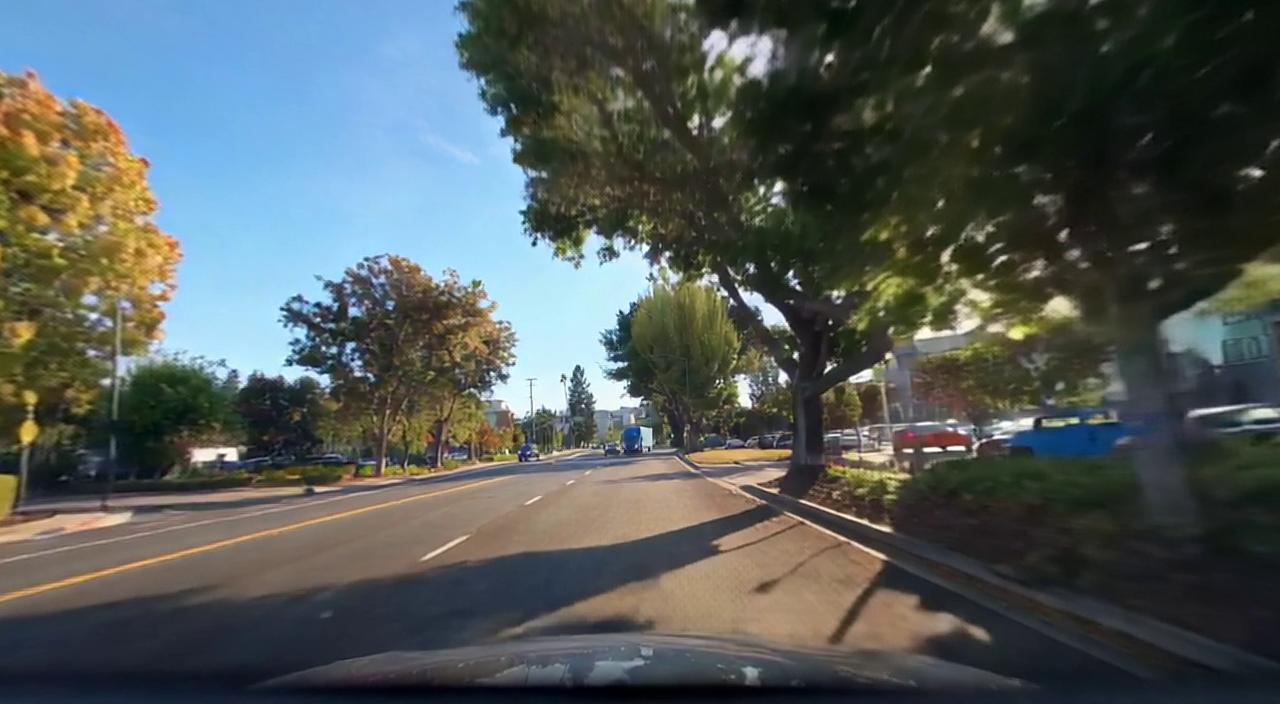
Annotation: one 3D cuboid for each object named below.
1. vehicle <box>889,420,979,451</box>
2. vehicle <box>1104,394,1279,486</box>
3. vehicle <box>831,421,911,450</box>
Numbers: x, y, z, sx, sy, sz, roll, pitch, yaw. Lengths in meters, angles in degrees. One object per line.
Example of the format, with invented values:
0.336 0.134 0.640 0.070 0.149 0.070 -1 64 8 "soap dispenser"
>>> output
17.899 5.081 38.456 4.653 1.782 2.042 2 -9 -15 "vehicle"
13.245 1.921 13.902 4.341 1.820 2.027 -1 -8 -2 "vehicle"
17.004 6.182 46.469 5.051 2.038 2.142 1 -8 -9 "vehicle"
